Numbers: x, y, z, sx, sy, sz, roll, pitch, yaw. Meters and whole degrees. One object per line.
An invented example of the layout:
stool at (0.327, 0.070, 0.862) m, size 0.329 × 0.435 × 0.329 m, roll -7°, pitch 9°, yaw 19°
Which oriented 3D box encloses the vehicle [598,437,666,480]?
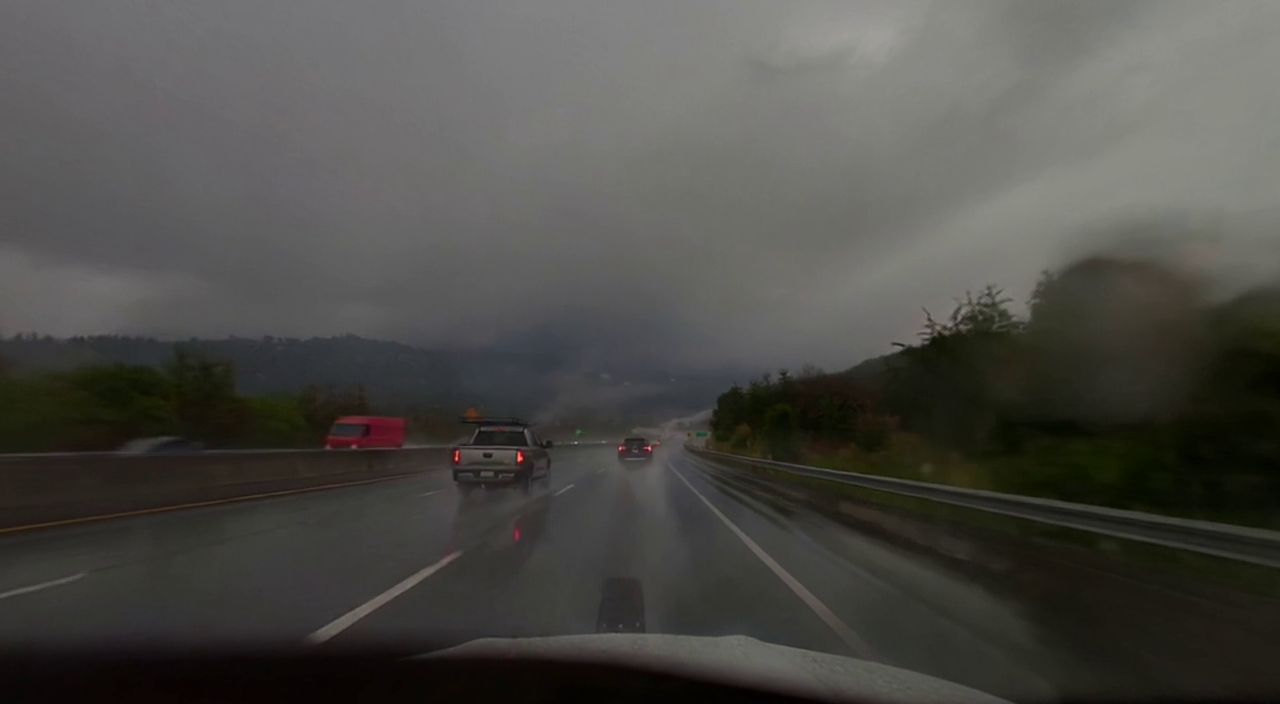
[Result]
vehicle at (-0.245, 4.648, 27.735) m, size 2.715 × 1.669 × 5.163 m, roll 0°, pitch -9°, yaw 1°

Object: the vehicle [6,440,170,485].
vehicle at (-20.773, 4.165, 24.052) m, size 1.903 × 1.547 × 4.705 m, roll 0°, pitch -9°, yaw 1°

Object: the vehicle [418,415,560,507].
vehicle at (-3.557, 2.700, 16.023) m, size 2.250 × 1.947 × 4.860 m, roll 0°, pitch -9°, yaw 2°
